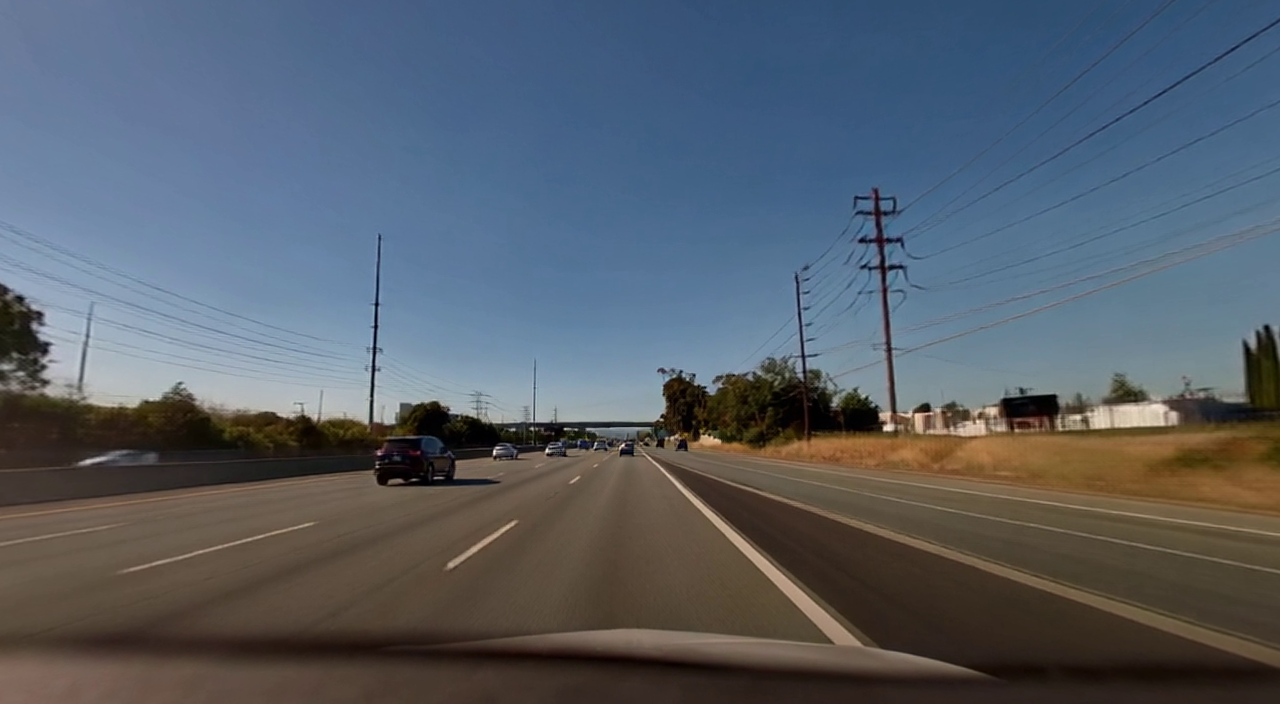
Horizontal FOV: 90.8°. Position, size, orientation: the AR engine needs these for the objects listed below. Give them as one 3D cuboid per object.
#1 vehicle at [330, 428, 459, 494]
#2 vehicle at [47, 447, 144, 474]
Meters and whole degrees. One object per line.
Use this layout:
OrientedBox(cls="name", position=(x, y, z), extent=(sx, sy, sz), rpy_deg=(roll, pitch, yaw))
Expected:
OrientedBox(cls="vehicle", position=(-7.599, 3.420, 20.273), extent=(2.115, 1.799, 5.444), rpy_deg=(0, -9, -2))
OrientedBox(cls="vehicle", position=(-34.222, 6.821, 39.921), extent=(1.885, 1.547, 4.757), rpy_deg=(0, -9, 0))
